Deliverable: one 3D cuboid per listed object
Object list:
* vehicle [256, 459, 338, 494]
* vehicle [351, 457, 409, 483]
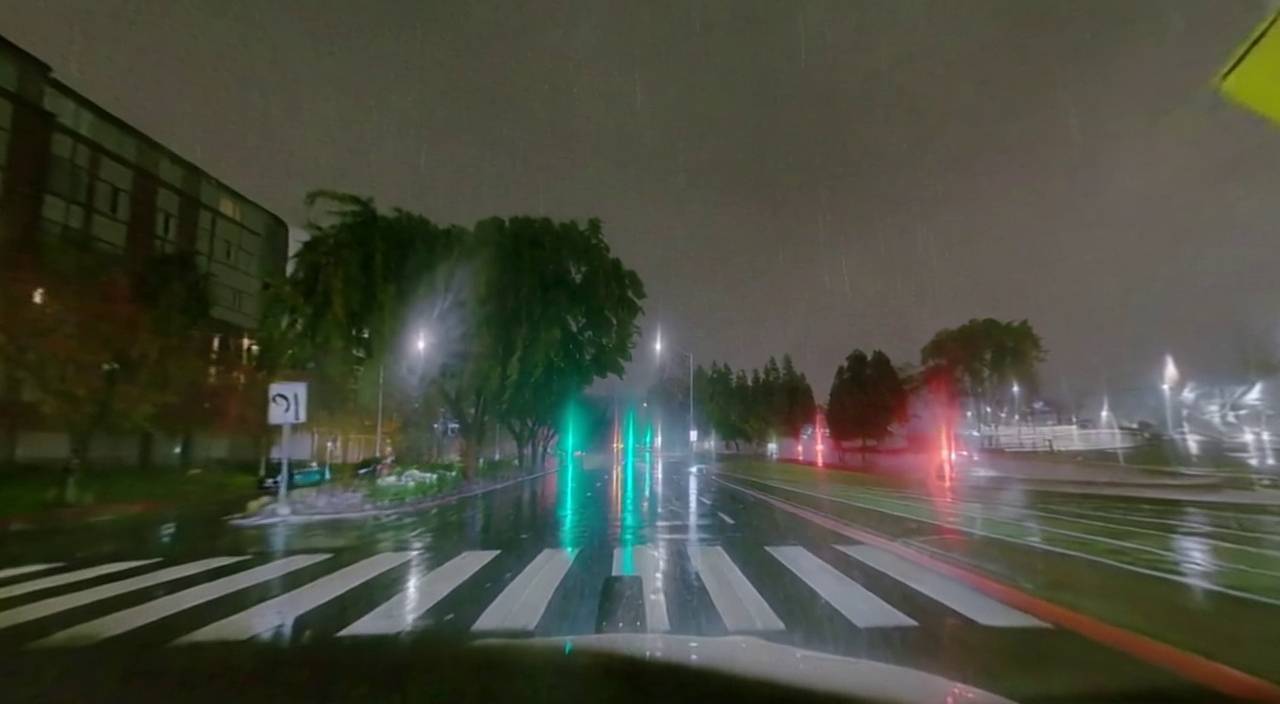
[{"bbox_3d":[-16.895,6.141,31.275,1.810,1.478,4.233,-3,-10,-2],"label":"vehicle"},{"bbox_3d":[-17.059,7.740,41.581,1.912,1.523,4.433,-3,-9,1],"label":"vehicle"}]
